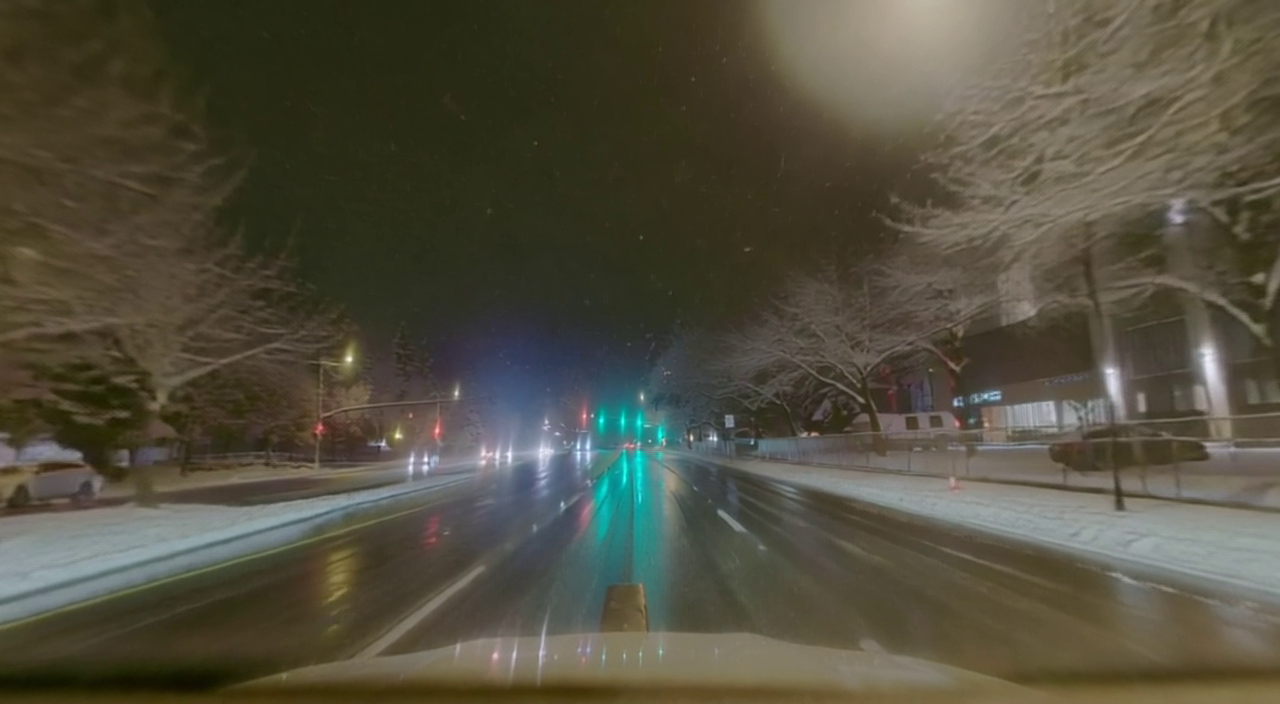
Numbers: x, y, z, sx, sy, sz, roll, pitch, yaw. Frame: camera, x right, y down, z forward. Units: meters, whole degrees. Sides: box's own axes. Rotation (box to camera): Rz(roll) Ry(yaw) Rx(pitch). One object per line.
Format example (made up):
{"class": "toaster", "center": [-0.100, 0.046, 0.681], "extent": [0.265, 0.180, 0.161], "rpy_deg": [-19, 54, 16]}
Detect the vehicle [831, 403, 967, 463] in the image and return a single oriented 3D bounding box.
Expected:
{"class": "vehicle", "center": [15.542, 4.935, 38.261], "extent": [6.641, 3.391, 3.387], "rpy_deg": [0, -9, -4]}

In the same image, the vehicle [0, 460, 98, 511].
{"class": "vehicle", "center": [-23.662, 5.021, 23.956], "extent": [1.957, 1.672, 4.743], "rpy_deg": [0, -8, -1]}

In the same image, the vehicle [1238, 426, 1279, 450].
{"class": "vehicle", "center": [39.197, 5.356, 39.066], "extent": [1.757, 1.439, 3.615], "rpy_deg": [-4, -9, 21]}

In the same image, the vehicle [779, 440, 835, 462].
{"class": "vehicle", "center": [12.478, 7.406, 47.453], "extent": [1.948, 1.466, 4.520], "rpy_deg": [-1, -7, -16]}

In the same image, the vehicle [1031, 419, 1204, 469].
{"class": "vehicle", "center": [16.773, 3.256, 22.308], "extent": [4.450, 1.643, 1.996], "rpy_deg": [0, -8, -1]}
